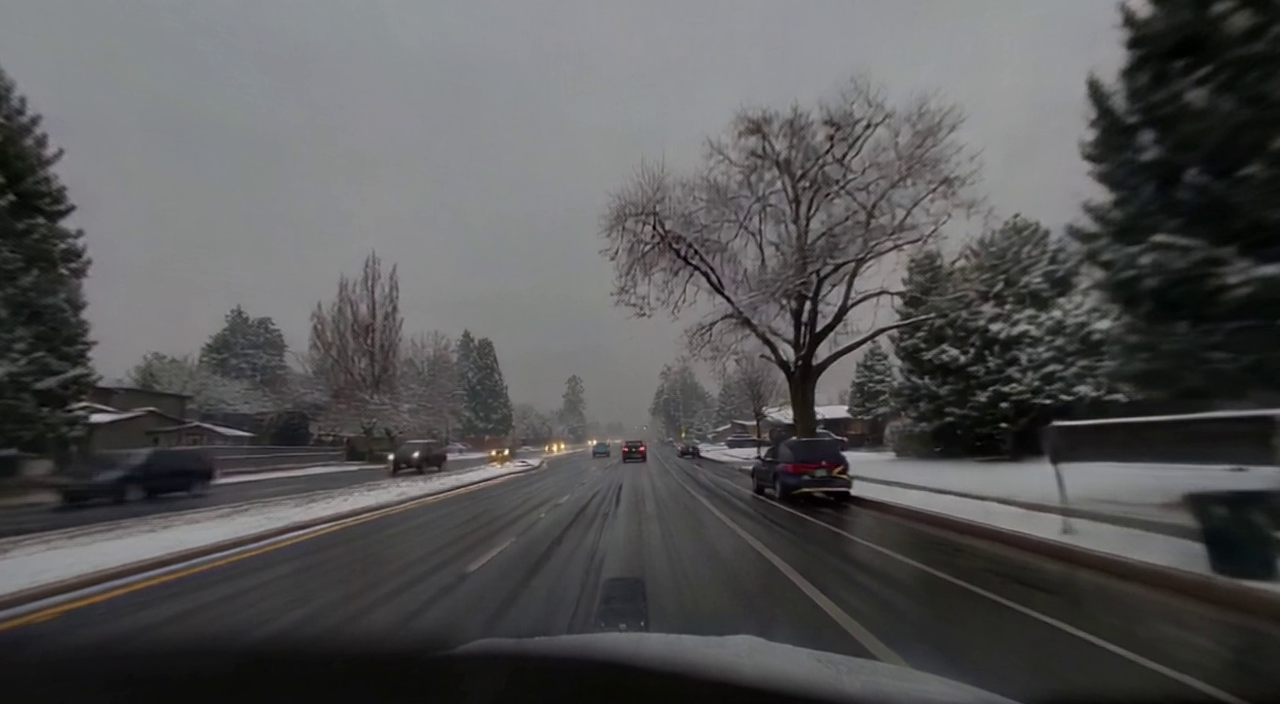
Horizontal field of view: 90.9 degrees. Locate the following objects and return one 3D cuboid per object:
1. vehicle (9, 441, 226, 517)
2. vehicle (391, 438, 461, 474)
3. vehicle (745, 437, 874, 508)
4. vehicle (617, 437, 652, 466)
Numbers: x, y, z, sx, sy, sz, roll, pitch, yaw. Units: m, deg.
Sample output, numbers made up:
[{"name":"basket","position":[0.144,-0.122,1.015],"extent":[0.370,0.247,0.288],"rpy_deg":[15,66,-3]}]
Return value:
[{"name":"vehicle","position":[-14.360,3.448,17.848],"extent":[2.035,1.683,4.898],"rpy_deg":[-4,-8,0]},{"name":"vehicle","position":[-11.058,5.392,32.915],"extent":[2.007,1.689,4.541],"rpy_deg":[-1,-8,0]},{"name":"vehicle","position":[4.107,2.975,16.093],"extent":[2.045,1.517,4.394],"rpy_deg":[0,-8,0]},{"name":"vehicle","position":[-0.368,6.056,38.395],"extent":[2.024,1.655,4.301],"rpy_deg":[0,-8,-1]}]
